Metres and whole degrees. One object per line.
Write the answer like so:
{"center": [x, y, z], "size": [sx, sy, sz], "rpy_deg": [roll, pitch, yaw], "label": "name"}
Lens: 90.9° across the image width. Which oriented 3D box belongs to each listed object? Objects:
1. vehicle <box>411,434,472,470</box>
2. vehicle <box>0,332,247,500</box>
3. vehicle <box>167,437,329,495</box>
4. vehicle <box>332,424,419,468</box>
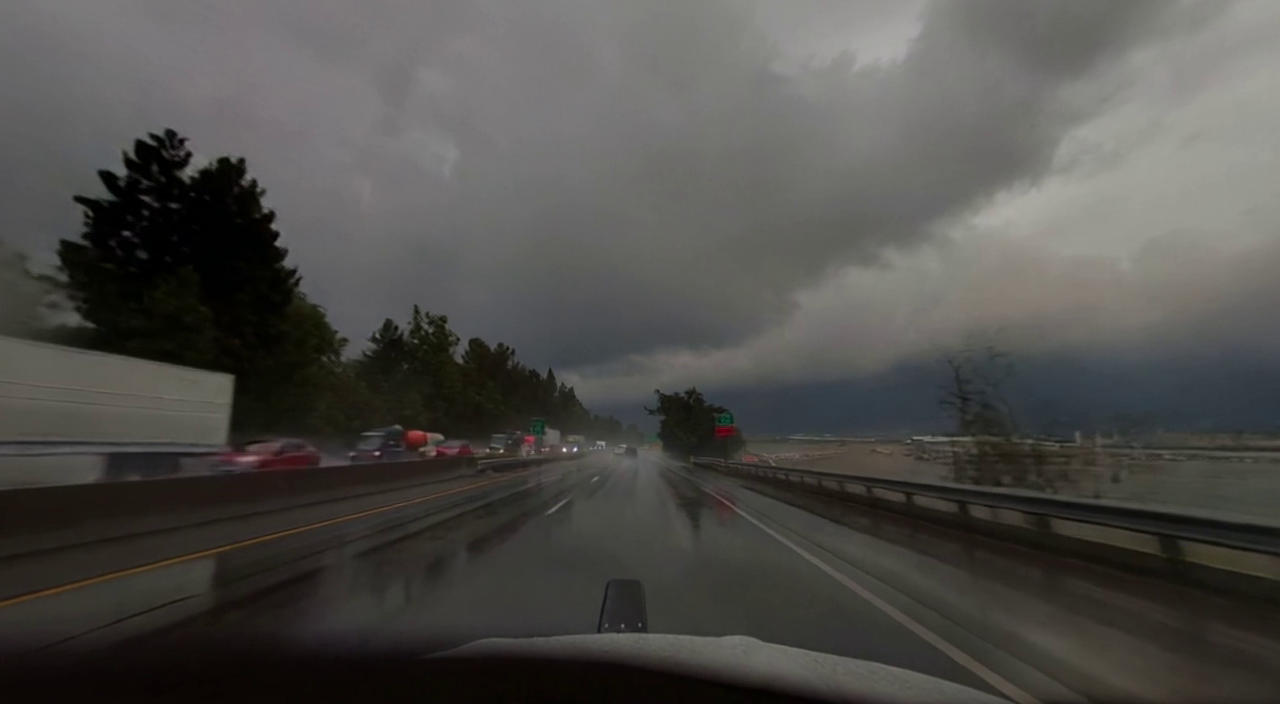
{"center": [-12.337, 6.237, 39.503], "size": [2.164, 2.078, 4.841], "rpy_deg": [0, -9, 0], "label": "vehicle"}
{"center": [-17.381, 2.015, 18.265], "size": [3.303, 4.066, 13.558], "rpy_deg": [0, -9, 0], "label": "vehicle"}
{"center": [-12.516, 3.678, 20.666], "size": [1.919, 1.636, 5.221], "rpy_deg": [0, -9, 0], "label": "vehicle"}
{"center": [-16.991, 6.162, 41.113], "size": [2.499, 2.572, 7.618], "rpy_deg": [1, -9, -2], "label": "vehicle"}
